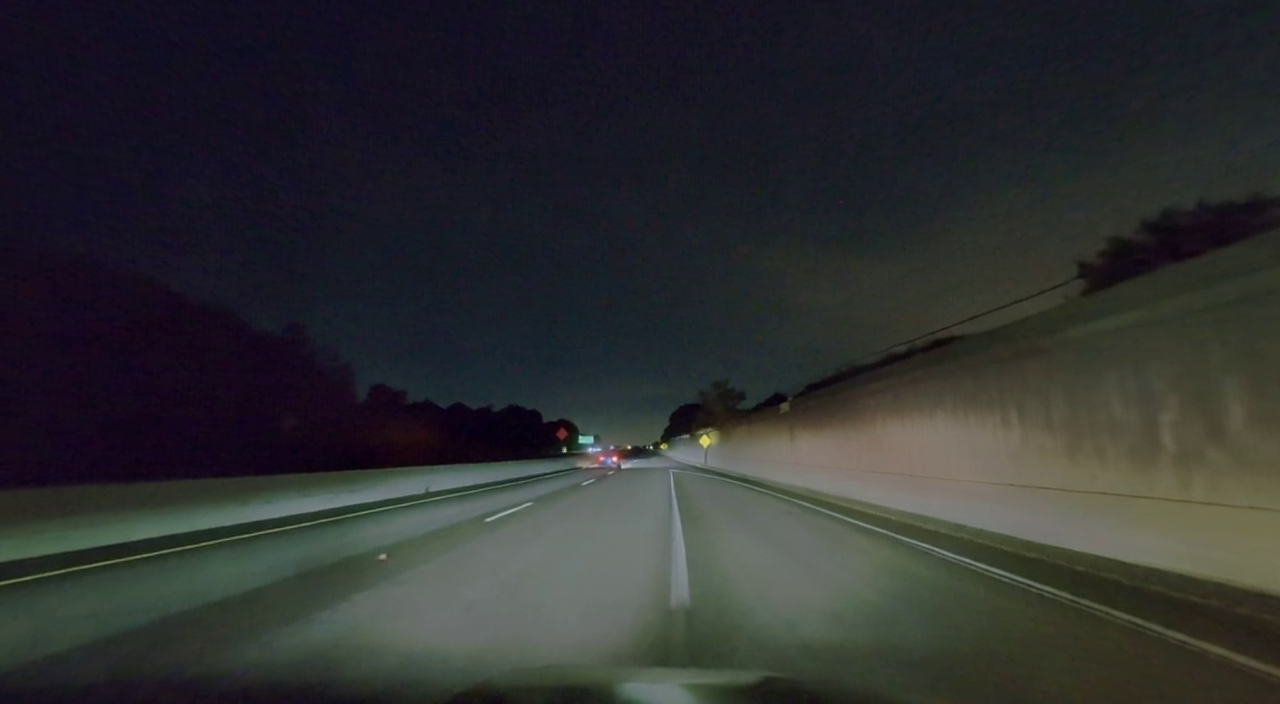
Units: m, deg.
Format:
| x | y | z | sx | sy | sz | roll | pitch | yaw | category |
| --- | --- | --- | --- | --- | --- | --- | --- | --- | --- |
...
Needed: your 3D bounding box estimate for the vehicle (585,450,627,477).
| x | y | z | sx | sy | sz | roll | pitch | yaw | category |
| --- | --- | --- | --- | --- | --- | --- | --- | --- | --- |
| -2.105 | 7.175 | 40.814 | 2.172 | 1.587 | 4.518 | -1 | -9 | 4 | vehicle |
